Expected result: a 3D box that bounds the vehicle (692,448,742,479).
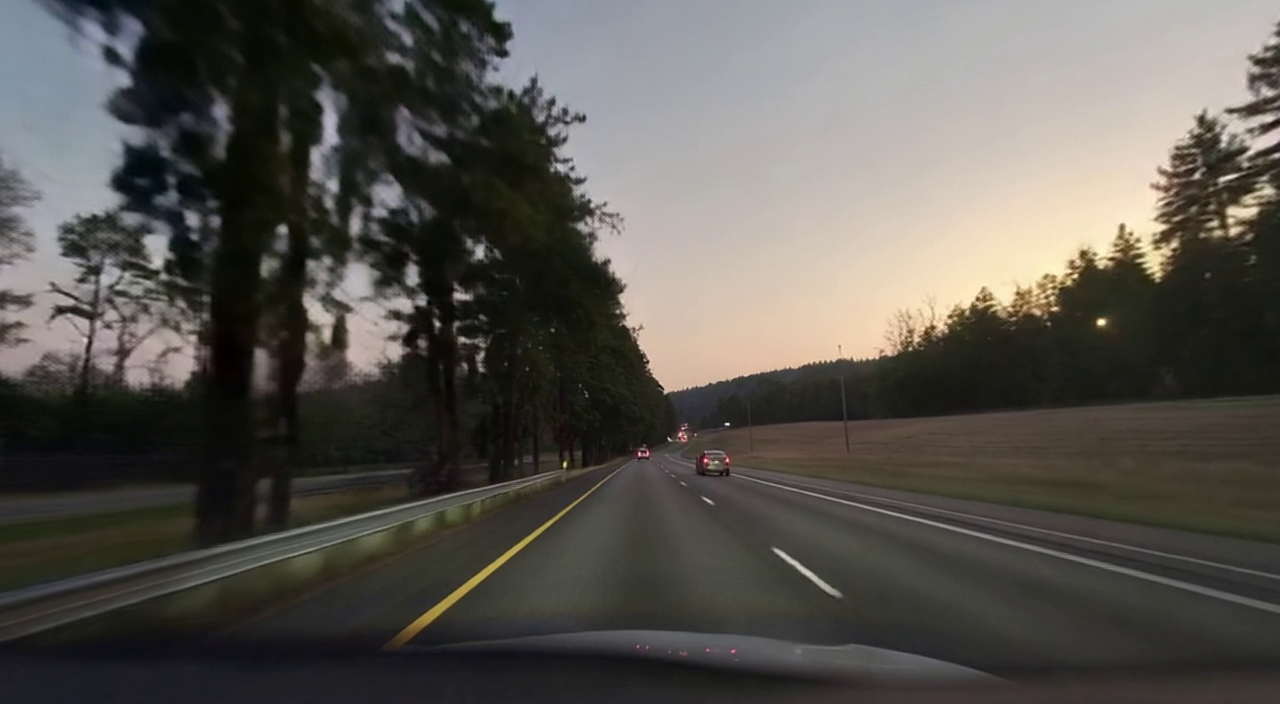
[{"bbox_3d":[4.061,5.991,34.039,2.115,1.522,4.330,0,-9,-1],"label":"vehicle"}]
